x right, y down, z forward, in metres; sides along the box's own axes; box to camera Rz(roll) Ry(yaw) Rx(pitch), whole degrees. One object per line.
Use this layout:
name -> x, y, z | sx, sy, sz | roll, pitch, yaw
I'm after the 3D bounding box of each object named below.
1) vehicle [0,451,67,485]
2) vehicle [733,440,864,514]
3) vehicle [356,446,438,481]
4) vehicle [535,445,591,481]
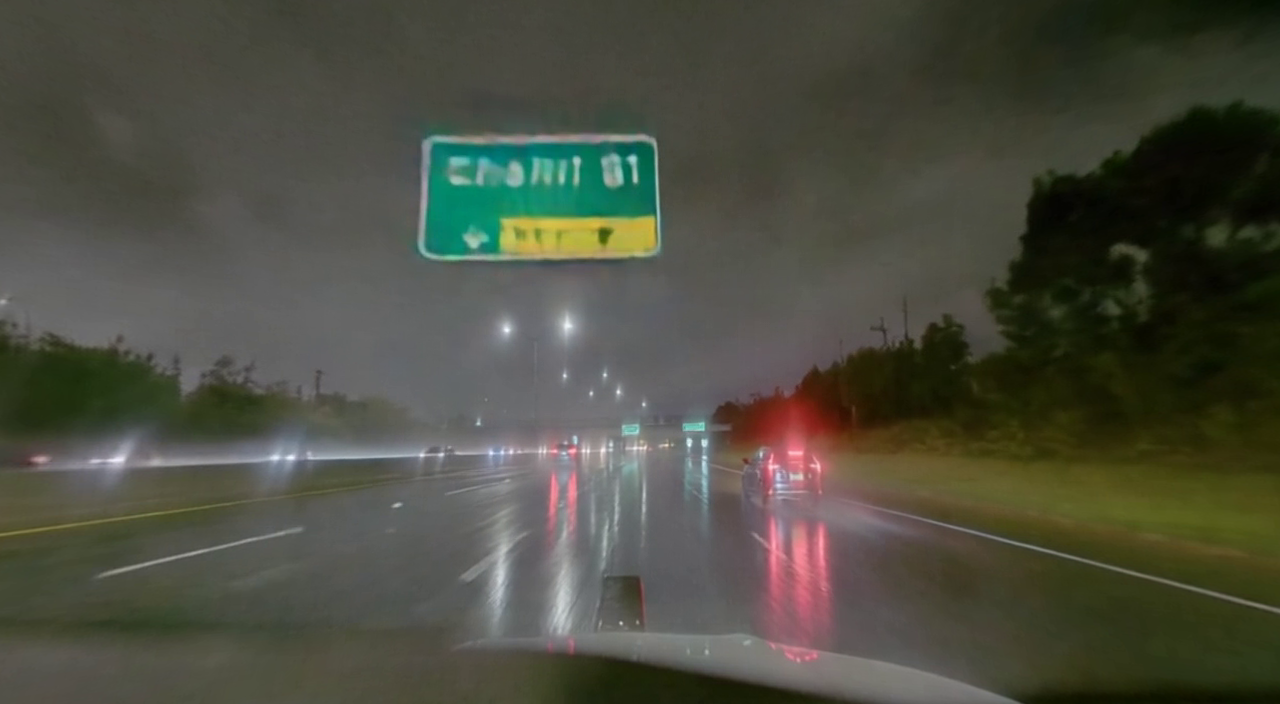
vehicle -> -31.467, 5.703, 31.198 | 1.859, 1.580, 4.528 | 0, -9, 0
vehicle -> 3.675, 2.994, 15.542 | 2.079, 1.535, 4.316 | 0, -9, 0
vehicle -> -11.345, 5.224, 29.757 | 1.919, 1.497, 4.765 | 0, -9, 1
vehicle -> -3.530, 5.202, 29.853 | 2.072, 1.545, 4.687 | 0, -9, 0
